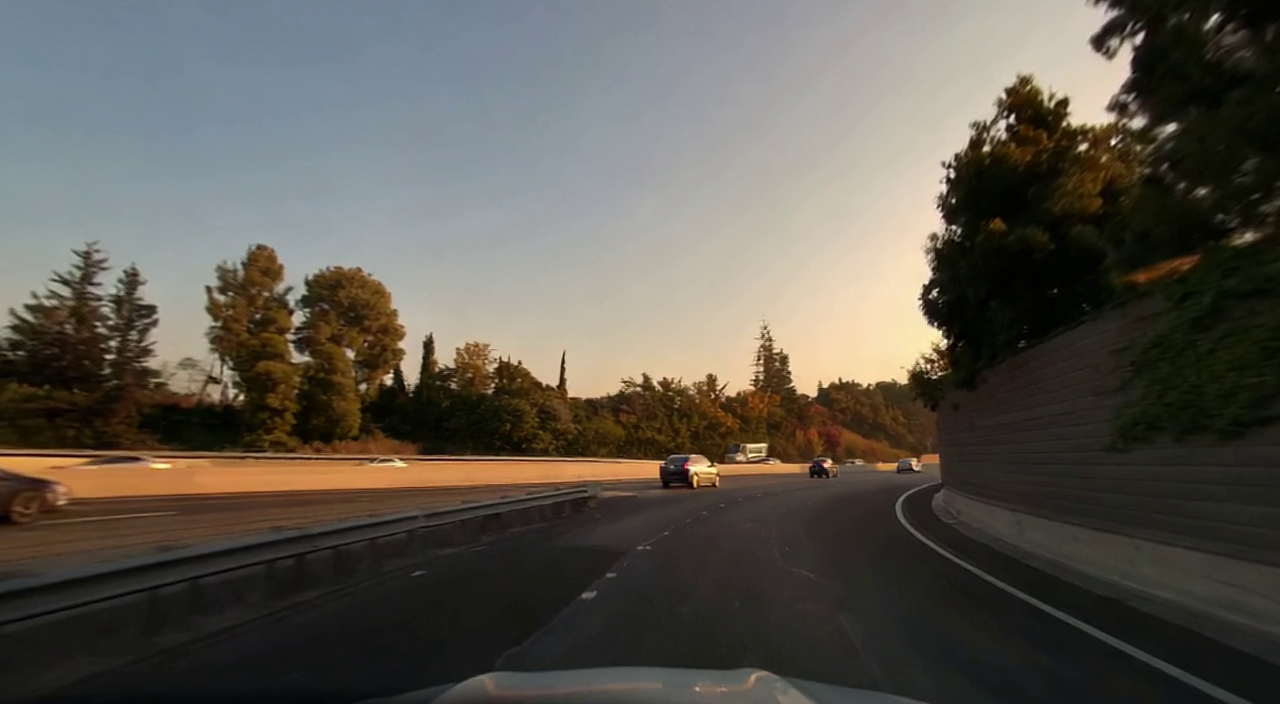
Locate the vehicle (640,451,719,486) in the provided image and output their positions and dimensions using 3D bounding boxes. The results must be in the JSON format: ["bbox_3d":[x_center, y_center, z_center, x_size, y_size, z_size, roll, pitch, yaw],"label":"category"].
[{"bbox_3d":[2.029,5.745,31.419,1.769,1.583,4.387,-7,-11,37],"label":"vehicle"}]

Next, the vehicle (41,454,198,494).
[{"bbox_3d":[-21.195,4.938,25.835,1.735,1.419,4.560,-7,-11,37],"label":"vehicle"}]
